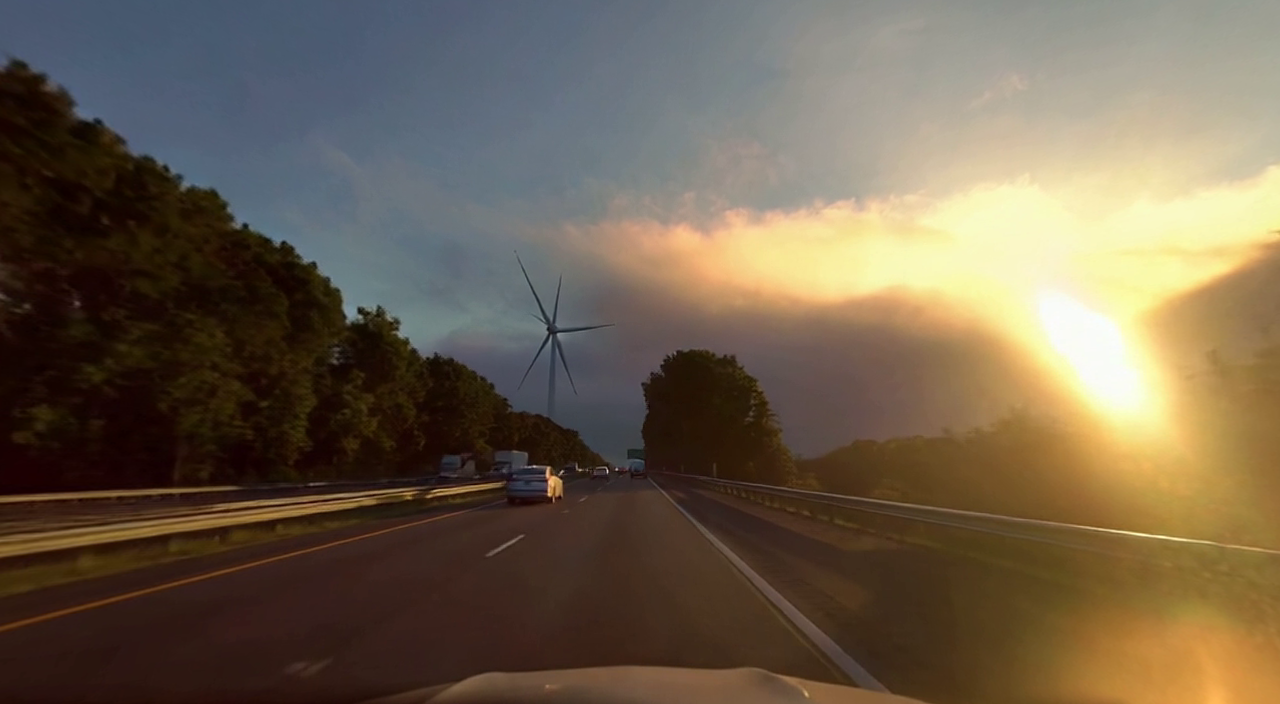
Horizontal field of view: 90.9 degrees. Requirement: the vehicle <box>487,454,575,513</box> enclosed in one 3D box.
[{"bbox_3d":[-3.508,4.386,21.265,2.124,1.705,4.440,1,-11,1],"label":"vehicle"}]
